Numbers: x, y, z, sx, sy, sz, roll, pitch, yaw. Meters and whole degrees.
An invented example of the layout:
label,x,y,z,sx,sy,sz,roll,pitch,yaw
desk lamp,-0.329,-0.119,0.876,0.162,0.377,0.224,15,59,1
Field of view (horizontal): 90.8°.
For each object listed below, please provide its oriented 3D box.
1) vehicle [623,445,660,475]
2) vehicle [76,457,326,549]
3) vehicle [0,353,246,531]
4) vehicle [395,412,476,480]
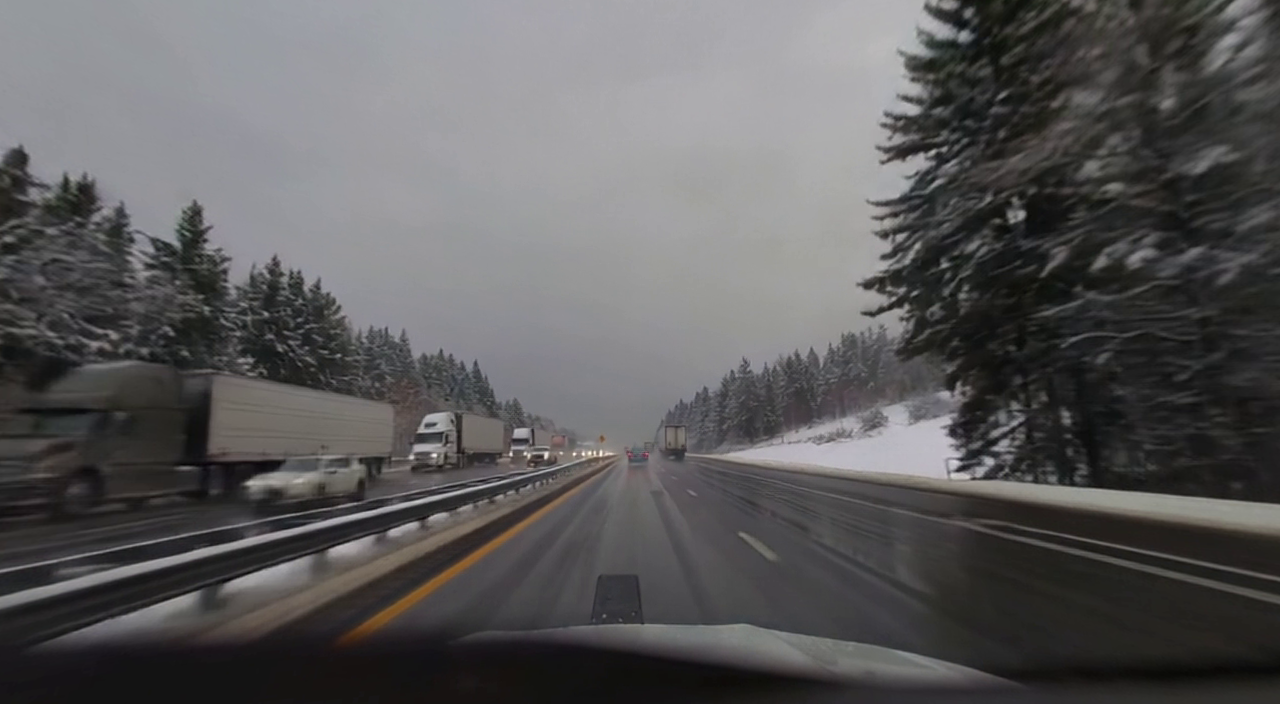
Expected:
label,x,y,z,sx,sy,sz,roll,pitch,yaw
vehicle,0.073,6.494,38.303,2.137,1.689,4.051,0,-9,-1
vehicle,-8.461,2.896,12.811,1.911,1.442,4.392,0,-9,0
vehicle,-14.295,2.444,17.205,2.937,3.963,5.873,-1,-9,3
vehicle,-12.790,5.979,40.182,3.002,3.963,6.351,0,-9,-1
